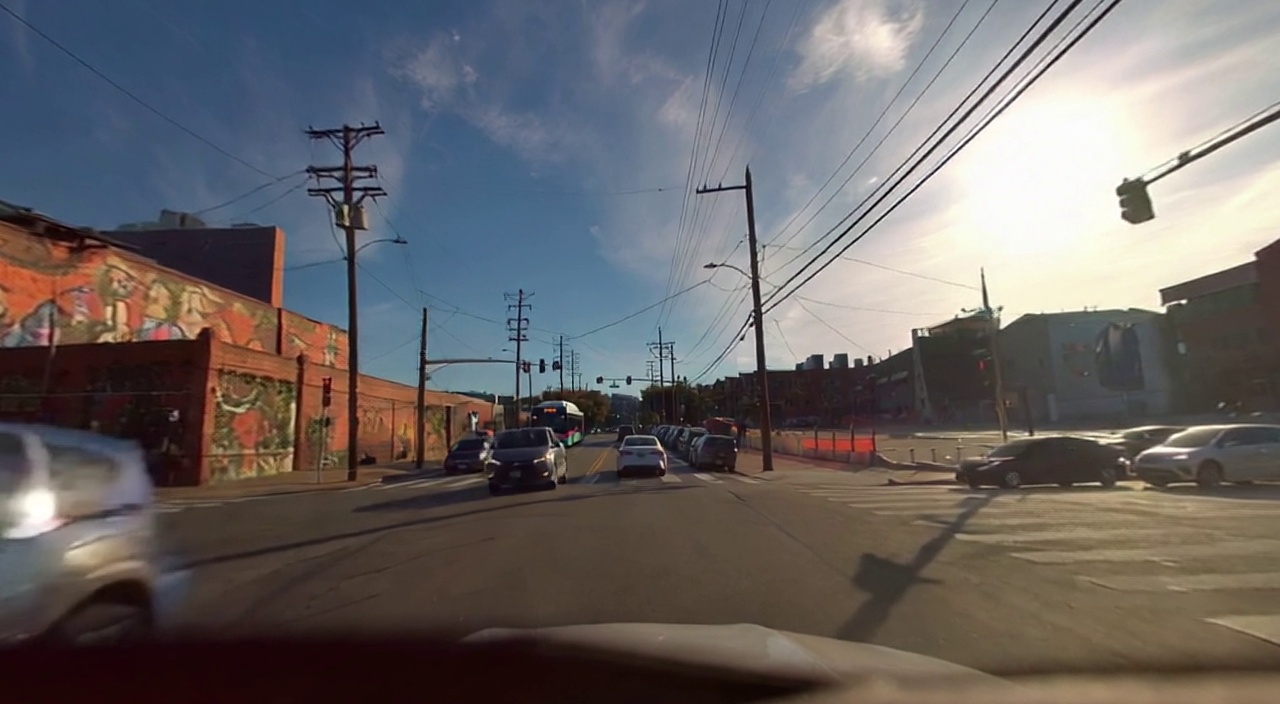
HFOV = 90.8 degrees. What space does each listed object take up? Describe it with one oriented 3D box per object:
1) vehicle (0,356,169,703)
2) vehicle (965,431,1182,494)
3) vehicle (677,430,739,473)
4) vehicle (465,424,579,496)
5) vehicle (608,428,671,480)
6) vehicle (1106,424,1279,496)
[{"bbox_3d":[-3.284,0.663,0.960,2.055,1.660,3.954,0,-8,-1],"label":"vehicle"},{"bbox_3d":[12.044,3.074,17.823,4.576,1.650,1.980,0,-8,2],"label":"vehicle"},{"bbox_3d":[2.922,4.418,28.144,2.171,1.751,4.373,0,-9,-1],"label":"vehicle"},{"bbox_3d":[-3.483,3.372,20.150,2.474,1.926,5.823,0,-8,0],"label":"vehicle"},{"bbox_3d":[-0.054,3.837,23.927,2.190,1.783,4.048,0,-8,-1],"label":"vehicle"},{"bbox_3d":[14.228,2.493,14.711,5.045,1.527,2.107,0,-8,-1],"label":"vehicle"}]
